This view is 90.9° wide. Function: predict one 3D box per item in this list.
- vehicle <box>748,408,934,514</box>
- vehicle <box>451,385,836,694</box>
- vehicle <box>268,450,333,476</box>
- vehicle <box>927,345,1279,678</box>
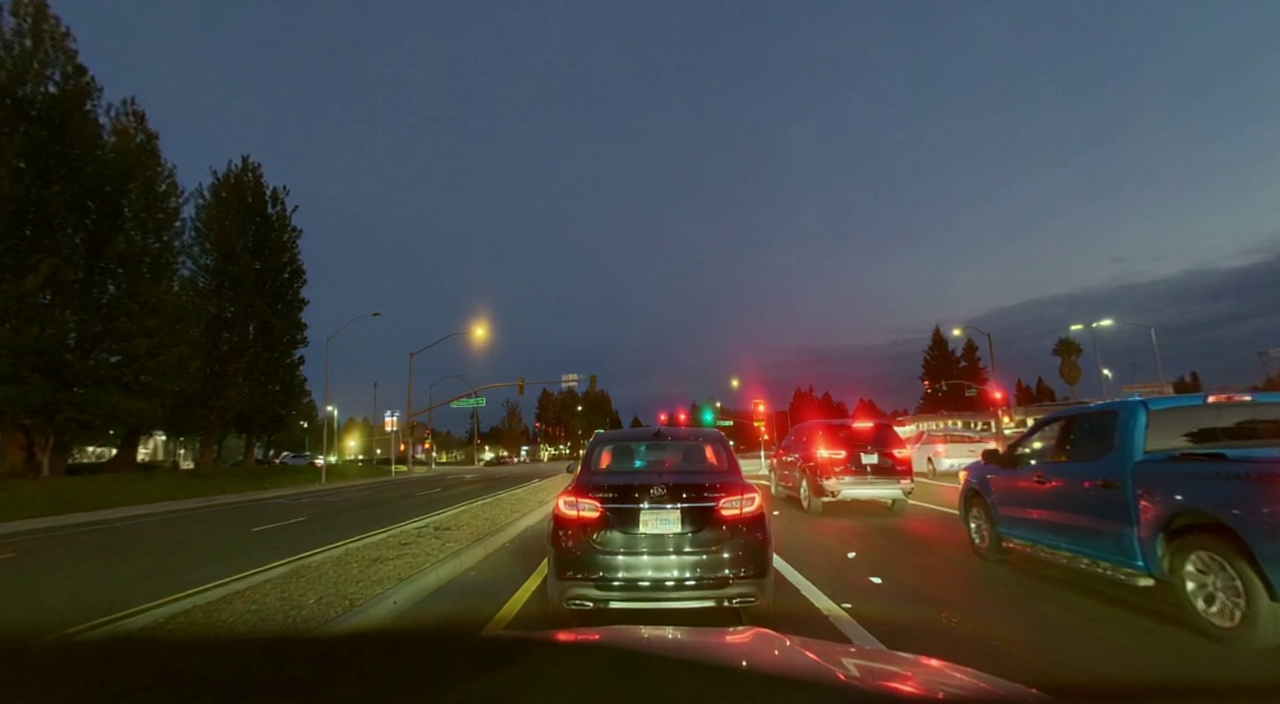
[{"bbox_3d":[4.201,2.426,14.544,2.319,1.930,5.651,0,-8,-1],"label":"vehicle"},{"bbox_3d":[-0.016,1.315,5.533,2.116,1.677,3.948,0,-8,-1],"label":"vehicle"},{"bbox_3d":[-24.067,7.842,44.865,1.798,1.706,4.385,-1,-8,6],"label":"vehicle"},{"bbox_3d":[4.516,1.134,5.278,2.019,1.803,4.634,0,-8,0],"label":"vehicle"}]
